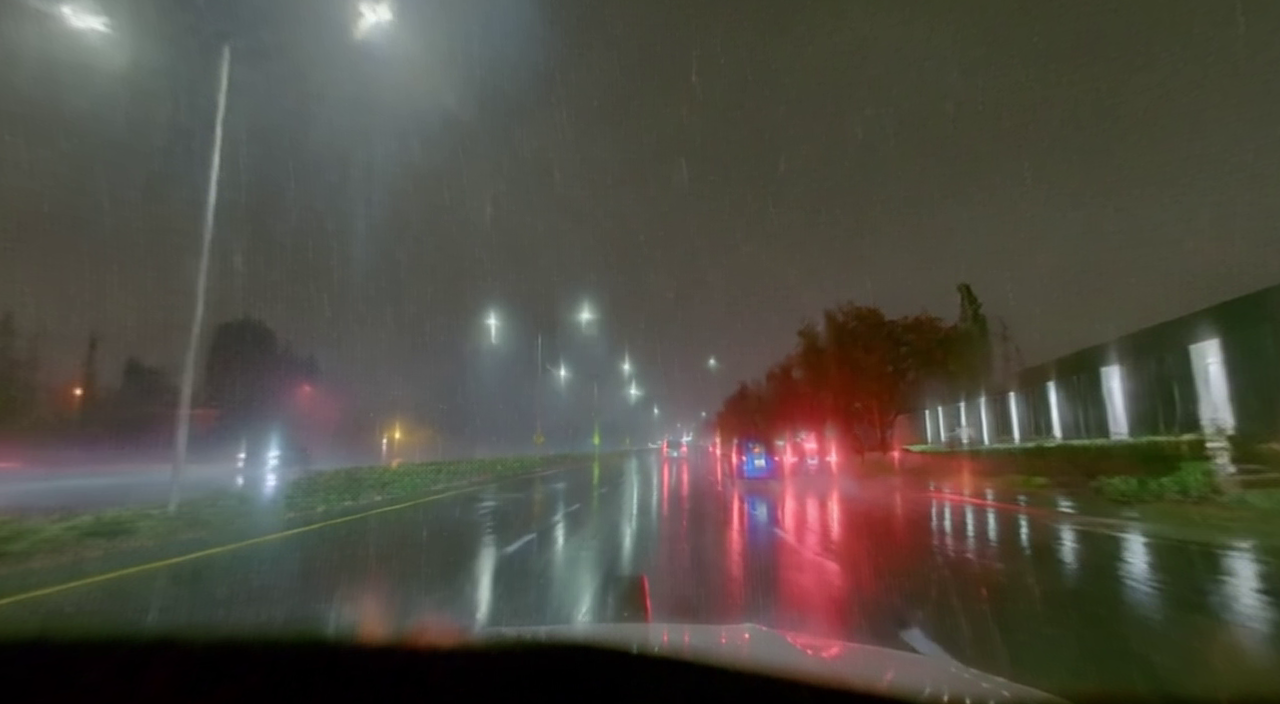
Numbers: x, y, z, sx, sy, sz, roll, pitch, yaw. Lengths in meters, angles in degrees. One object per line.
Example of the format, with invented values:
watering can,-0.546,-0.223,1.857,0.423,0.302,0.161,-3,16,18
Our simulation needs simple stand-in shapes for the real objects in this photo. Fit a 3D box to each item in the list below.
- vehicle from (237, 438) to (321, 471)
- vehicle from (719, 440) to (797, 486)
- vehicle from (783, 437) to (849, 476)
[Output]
vehicle,-19.370,5.487,34.085,2.140,1.626,4.526,0,-8,-5
vehicle,4.168,3.992,22.989,1.981,1.499,4.536,0,-8,0
vehicle,8.735,5.236,31.753,2.104,1.801,4.628,0,-8,2
